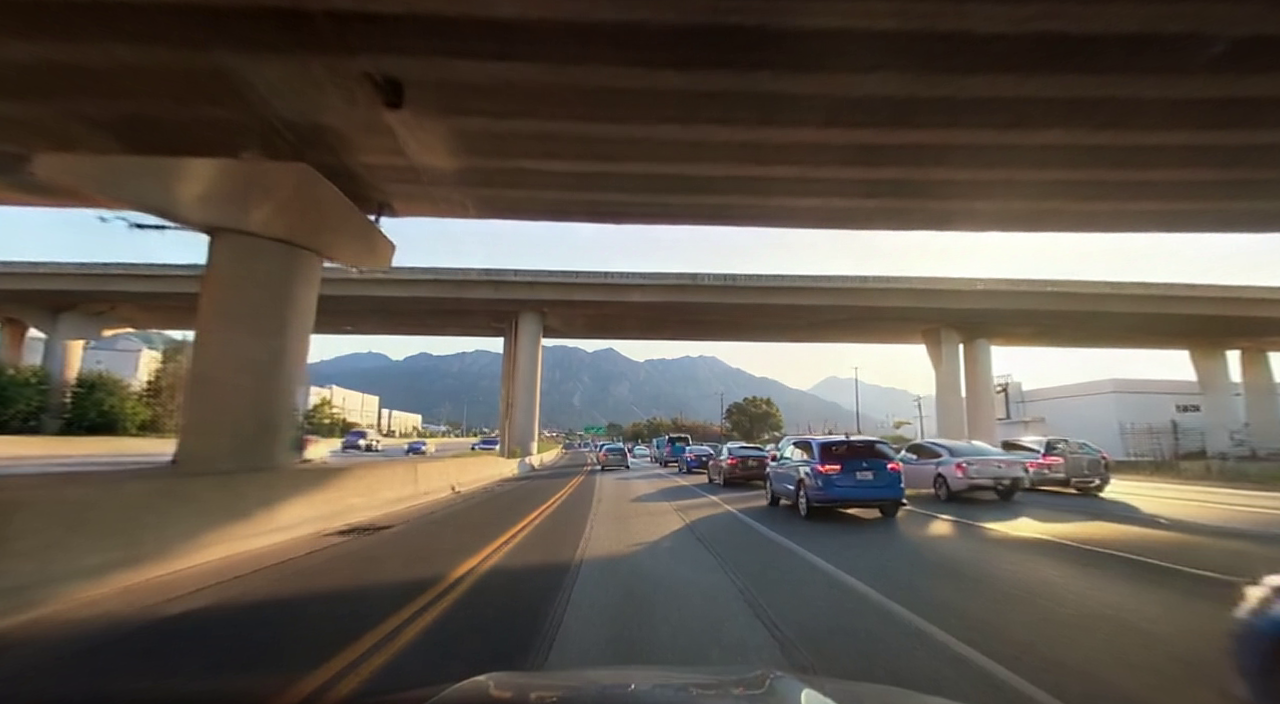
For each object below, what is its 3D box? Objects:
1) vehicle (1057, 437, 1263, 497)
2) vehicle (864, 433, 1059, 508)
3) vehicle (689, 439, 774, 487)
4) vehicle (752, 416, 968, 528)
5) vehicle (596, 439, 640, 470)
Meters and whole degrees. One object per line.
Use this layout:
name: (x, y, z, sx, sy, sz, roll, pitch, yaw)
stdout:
vehicle: (14.353, 3.176, 17.874, 1.866, 1.454, 4.434, 0, -8, -3)
vehicle: (7.609, 2.847, 15.765, 2.025, 1.525, 5.211, 0, -8, -1)
vehicle: (3.042, 3.809, 22.092, 2.074, 1.455, 4.646, 0, -8, -3)
vehicle: (3.938, 2.255, 12.561, 2.276, 1.739, 5.040, 0, -8, -3)
vehicle: (-1.219, 5.547, 34.281, 2.266, 1.549, 3.978, 0, -8, -2)
